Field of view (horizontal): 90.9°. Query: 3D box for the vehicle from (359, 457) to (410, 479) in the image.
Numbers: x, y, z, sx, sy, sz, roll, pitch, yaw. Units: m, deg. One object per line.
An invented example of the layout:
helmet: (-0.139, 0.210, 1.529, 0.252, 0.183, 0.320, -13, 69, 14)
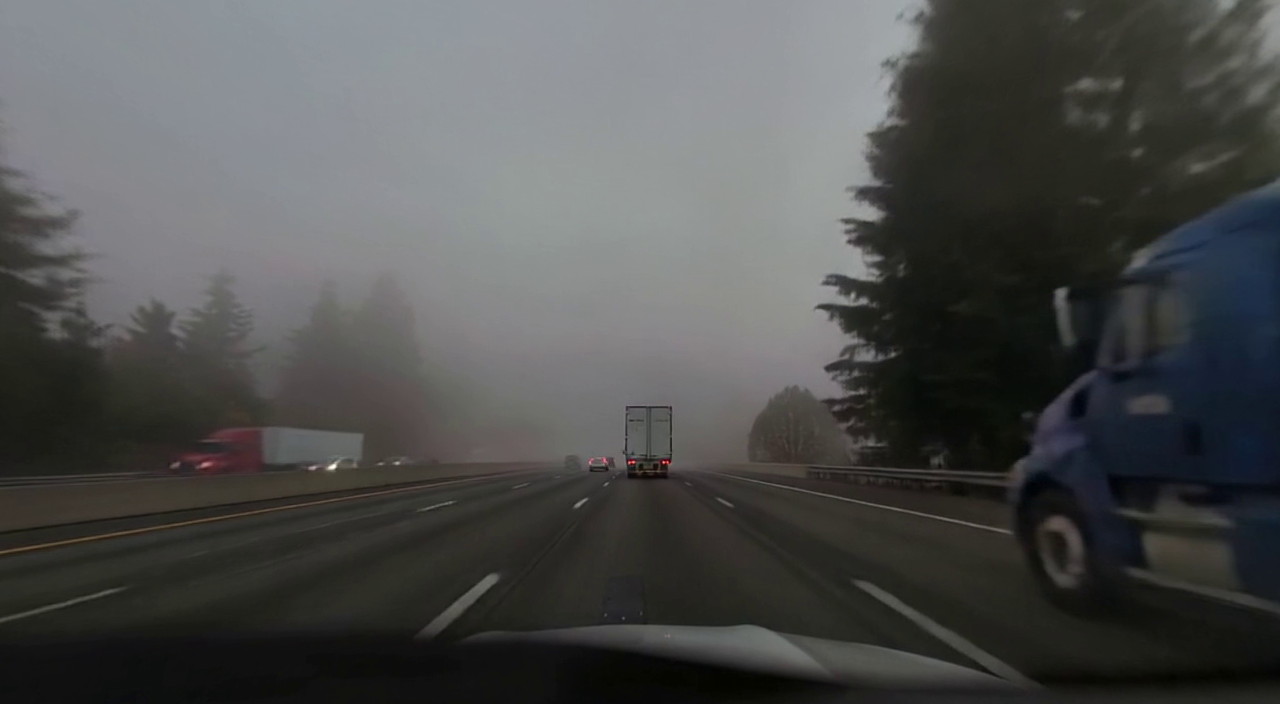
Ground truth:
vehicle: (-18.500, 8.416, 45.837, 1.810, 1.486, 4.269, 0, -9, 1)

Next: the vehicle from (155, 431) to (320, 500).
vehicle: (-18.310, 5.216, 29.429, 2.845, 2.784, 7.224, 0, -9, 1)

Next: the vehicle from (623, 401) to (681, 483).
vehicle: (0.476, 5.470, 37.670, 2.875, 4.056, 12.312, 0, -9, -1)

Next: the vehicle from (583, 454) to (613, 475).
vehicle: (-3.271, 8.835, 49.582, 2.061, 1.555, 3.900, 0, -9, 0)

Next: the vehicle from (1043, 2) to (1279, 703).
vehicle: (4.633, -0.285, 0.646, 2.874, 3.635, 8.115, 0, -9, -1)
